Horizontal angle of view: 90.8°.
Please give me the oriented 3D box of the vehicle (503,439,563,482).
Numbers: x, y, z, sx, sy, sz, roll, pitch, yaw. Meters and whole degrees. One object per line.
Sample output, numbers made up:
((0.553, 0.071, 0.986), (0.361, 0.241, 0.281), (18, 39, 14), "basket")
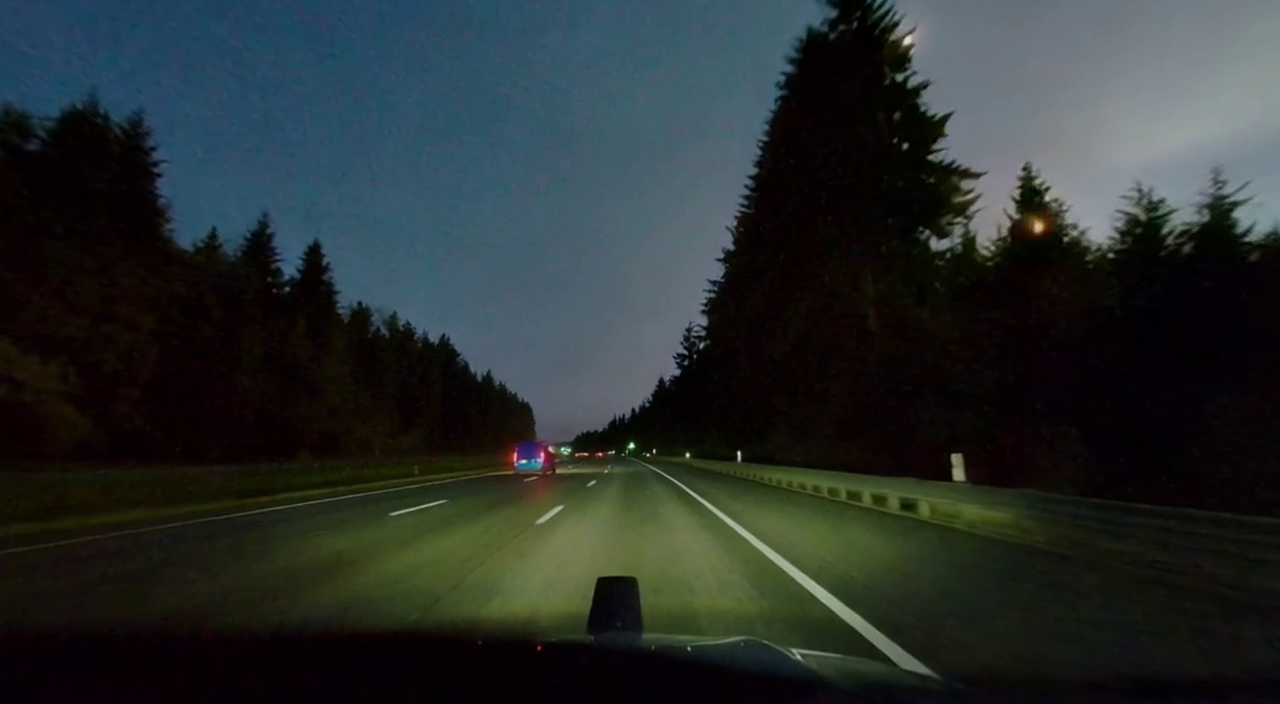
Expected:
((-5.461, 5.605, 32.883), (2.197, 2.038, 4.919), (0, -9, 0), "vehicle")
